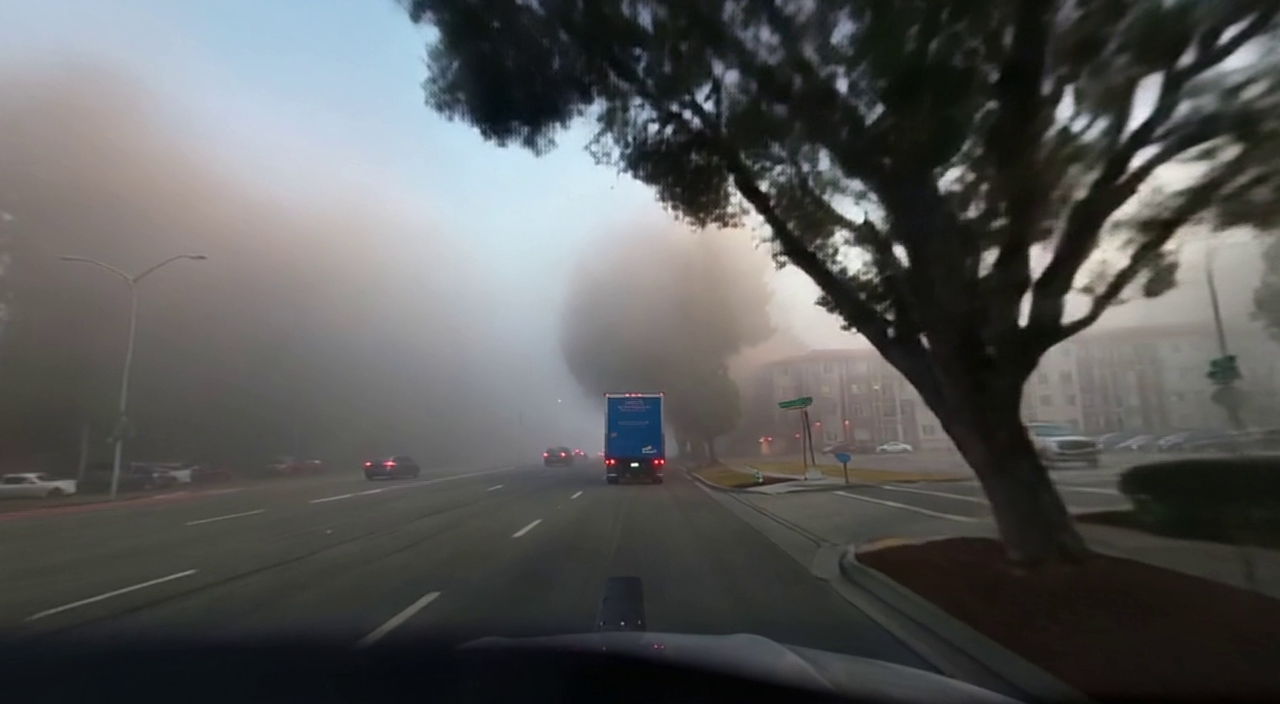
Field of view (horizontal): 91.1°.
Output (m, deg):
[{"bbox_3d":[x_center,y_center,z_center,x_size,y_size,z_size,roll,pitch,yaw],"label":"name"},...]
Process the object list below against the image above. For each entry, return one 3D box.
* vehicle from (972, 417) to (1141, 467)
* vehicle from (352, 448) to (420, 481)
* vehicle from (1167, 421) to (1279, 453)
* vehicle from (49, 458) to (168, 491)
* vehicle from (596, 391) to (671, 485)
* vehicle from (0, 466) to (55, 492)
[{"bbox_3d":[13.770,2.987,20.961,4.321,1.579,1.823,0,-7,1],"label":"vehicle"},{"bbox_3d":[-14.036,6.214,34.952,1.958,1.672,4.283,0,-9,0],"label":"vehicle"},{"bbox_3d":[26.459,3.867,28.528,3.537,1.393,1.581,0,-9,-1],"label":"vehicle"},{"bbox_3d":[-33.793,7.799,40.067,5.452,1.994,2.312,0,-9,1],"label":"vehicle"},{"bbox_3d":[-0.218,4.009,28.969,2.905,3.644,8.807,0,-9,0],"label":"vehicle"},{"bbox_3d":[-39.186,7.947,39.267,1.645,1.416,3.497,-6,-10,39],"label":"vehicle"}]
